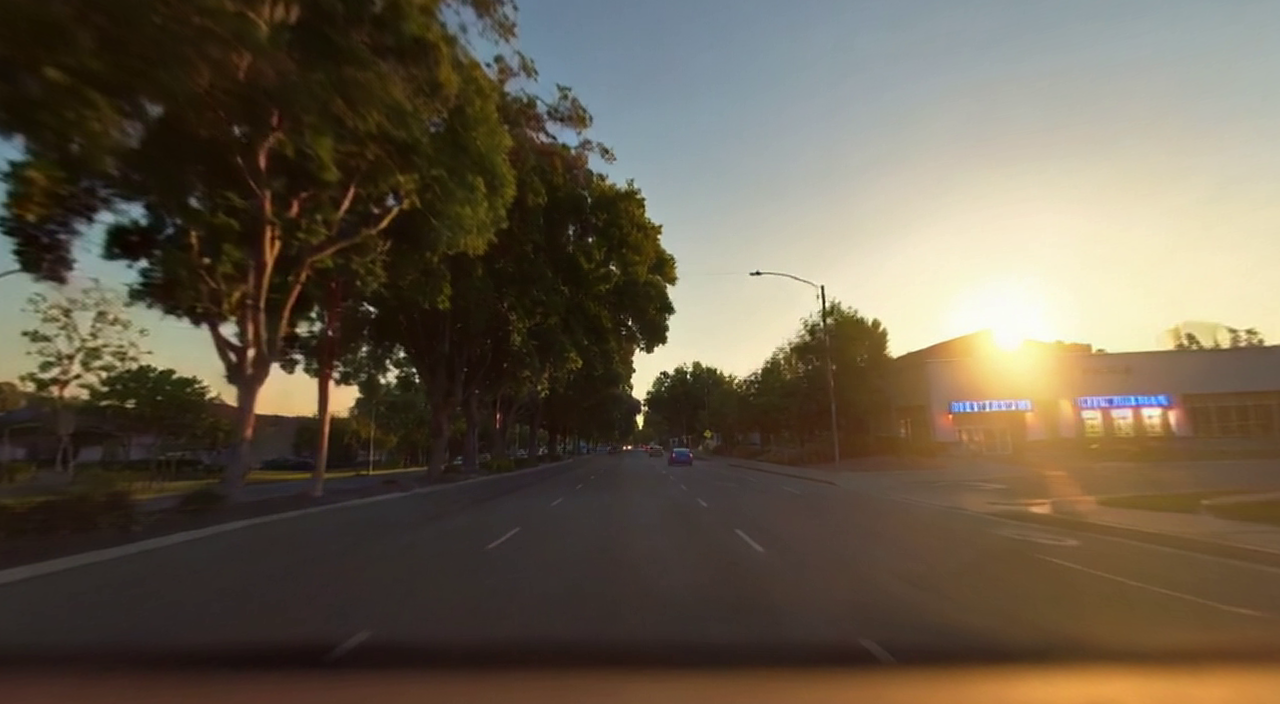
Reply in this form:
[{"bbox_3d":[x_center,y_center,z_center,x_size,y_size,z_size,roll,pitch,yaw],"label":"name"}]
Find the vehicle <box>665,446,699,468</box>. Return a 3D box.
[{"bbox_3d":[3.060,7.714,46.522,2.033,1.482,4.571,1,-9,-2],"label":"vehicle"}]
